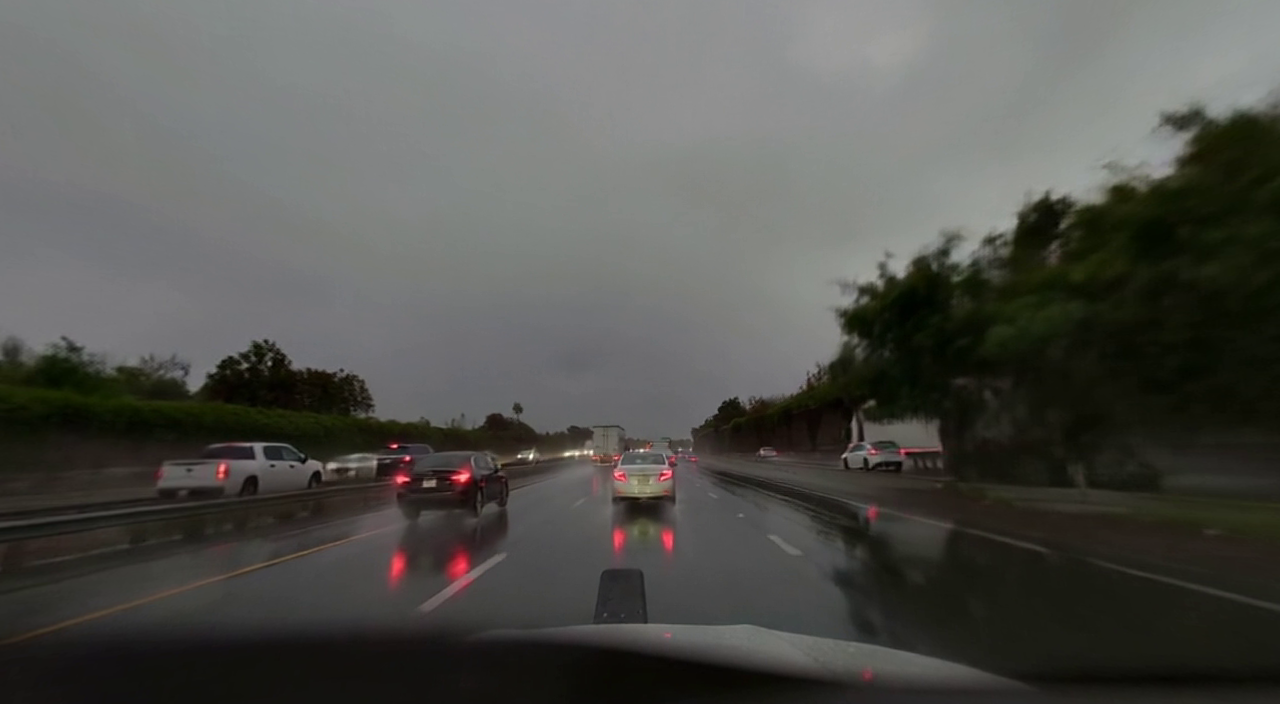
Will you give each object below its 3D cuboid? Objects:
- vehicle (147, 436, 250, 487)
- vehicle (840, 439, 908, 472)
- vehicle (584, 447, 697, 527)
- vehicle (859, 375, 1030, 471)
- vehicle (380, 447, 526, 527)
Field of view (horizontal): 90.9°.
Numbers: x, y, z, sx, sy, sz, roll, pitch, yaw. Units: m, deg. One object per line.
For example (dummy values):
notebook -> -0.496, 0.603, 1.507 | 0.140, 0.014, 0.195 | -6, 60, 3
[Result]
vehicle -> -31.715, 7.852, 45.600 | 2.761, 3.380, 5.944 | -1, -9, 3
vehicle -> 11.568, 5.131, 31.411 | 1.892, 1.504, 4.000 | 0, -9, 1
vehicle -> 0.026, 2.781, 13.524 | 2.057, 1.449, 3.931 | 0, -9, 1
vehicle -> 15.192, 4.002, 33.286 | 2.825, 4.085, 12.815 | 0, -9, 1
vehicle -> -3.986, 2.940, 14.319 | 1.929, 1.509, 4.331 | 0, -9, 1
